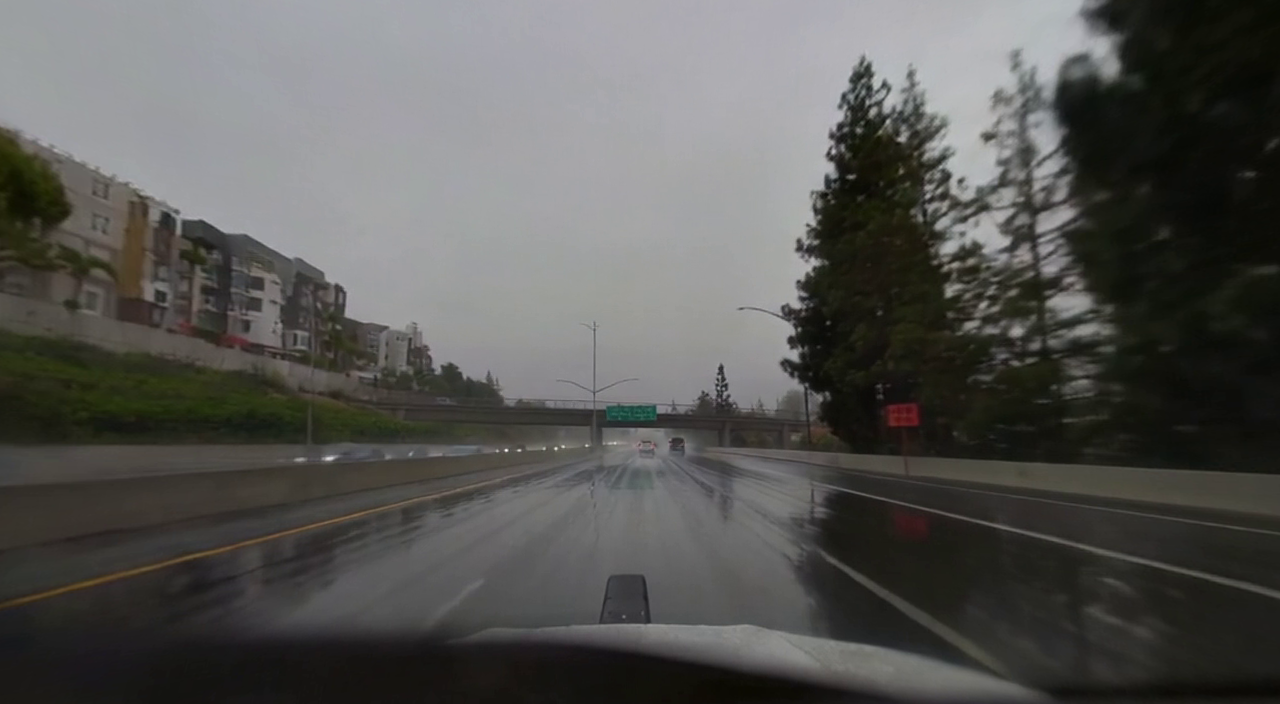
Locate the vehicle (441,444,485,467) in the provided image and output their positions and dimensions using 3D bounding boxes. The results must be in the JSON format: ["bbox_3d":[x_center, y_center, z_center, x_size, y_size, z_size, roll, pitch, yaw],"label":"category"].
[{"bbox_3d":[-11.648,6.823,41.711,1.705,1.458,3.704,0,-8,1],"label":"vehicle"}]

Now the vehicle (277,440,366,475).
[{"bbox_3d":[-17.871,5.934,35.698,2.382,1.833,4.949,0,-8,0],"label":"vehicle"}]
